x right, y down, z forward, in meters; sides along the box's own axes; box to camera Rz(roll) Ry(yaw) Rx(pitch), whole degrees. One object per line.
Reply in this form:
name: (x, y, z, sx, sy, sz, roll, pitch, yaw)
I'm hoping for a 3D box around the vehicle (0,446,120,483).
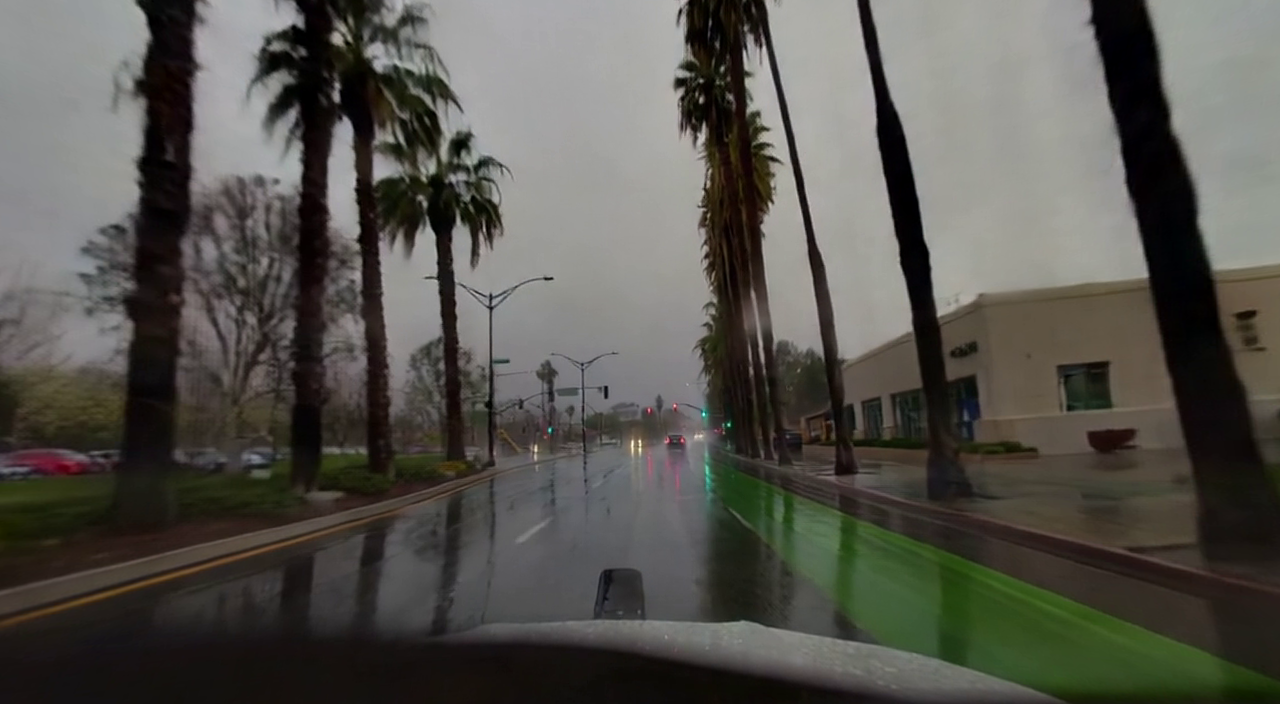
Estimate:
vehicle: (-30.477, 5.778, 32.664, 5.174, 1.778, 2.292, -1, -8, 3)
